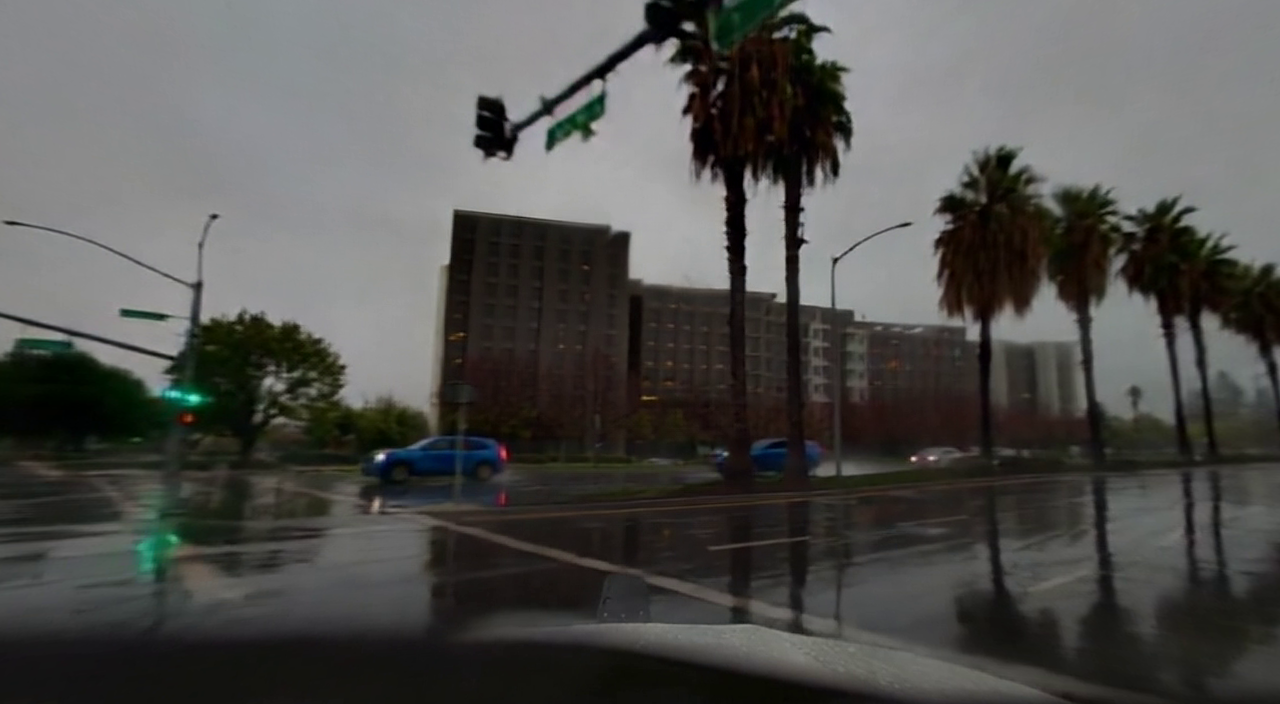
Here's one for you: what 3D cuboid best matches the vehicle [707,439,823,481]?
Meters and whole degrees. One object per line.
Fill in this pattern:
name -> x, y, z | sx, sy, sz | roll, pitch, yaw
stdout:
vehicle -> 6.333, 5.354, 31.461 | 5.841, 1.890, 2.273 | 6, -10, -36

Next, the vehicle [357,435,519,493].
vehicle -> -6.820, 3.777, 21.514 | 4.820, 1.751, 2.050 | 7, -11, -38

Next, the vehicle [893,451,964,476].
vehicle -> 18.615, 7.116, 40.386 | 4.763, 1.490, 1.915 | 6, -10, -35
